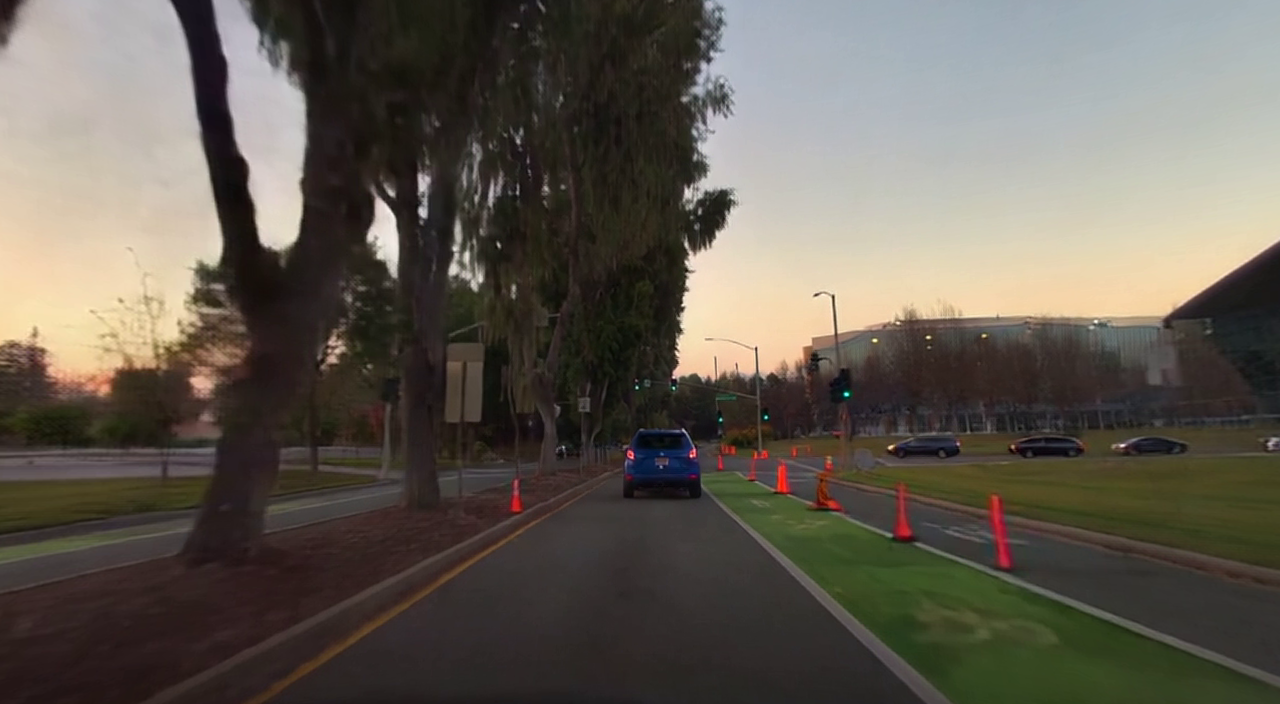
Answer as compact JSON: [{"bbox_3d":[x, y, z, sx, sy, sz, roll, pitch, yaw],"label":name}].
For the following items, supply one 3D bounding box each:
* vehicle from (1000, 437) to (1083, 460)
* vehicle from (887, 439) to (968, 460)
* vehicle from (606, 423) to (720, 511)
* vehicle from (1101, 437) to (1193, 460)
[{"bbox_3d":[27.228,6.561,42.917,4.343,1.518,1.845,0,-9,-2],"label":"vehicle"},{"bbox_3d":[19.411,6.613,42.820,4.492,1.422,1.961,0,-9,0],"label":"vehicle"},{"bbox_3d":[0.494,2.702,15.355,2.339,1.790,4.629,0,-8,1],"label":"vehicle"},{"bbox_3d":[34.021,6.474,42.464,4.483,1.481,2.082,0,-9,-3],"label":"vehicle"}]
